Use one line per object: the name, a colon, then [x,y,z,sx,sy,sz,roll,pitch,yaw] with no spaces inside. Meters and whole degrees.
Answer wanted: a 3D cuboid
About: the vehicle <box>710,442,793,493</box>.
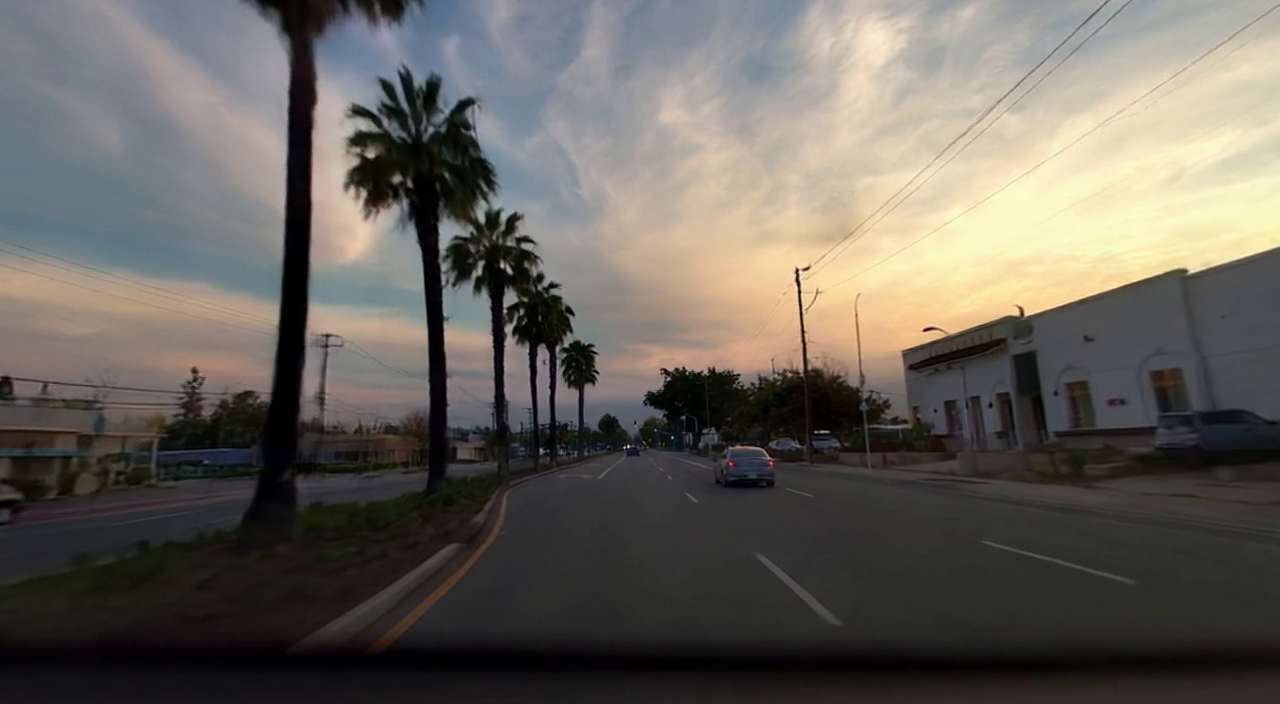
vehicle: [3.587,3.804,21.140,1.989,1.492,4.689,0,-9,1]
